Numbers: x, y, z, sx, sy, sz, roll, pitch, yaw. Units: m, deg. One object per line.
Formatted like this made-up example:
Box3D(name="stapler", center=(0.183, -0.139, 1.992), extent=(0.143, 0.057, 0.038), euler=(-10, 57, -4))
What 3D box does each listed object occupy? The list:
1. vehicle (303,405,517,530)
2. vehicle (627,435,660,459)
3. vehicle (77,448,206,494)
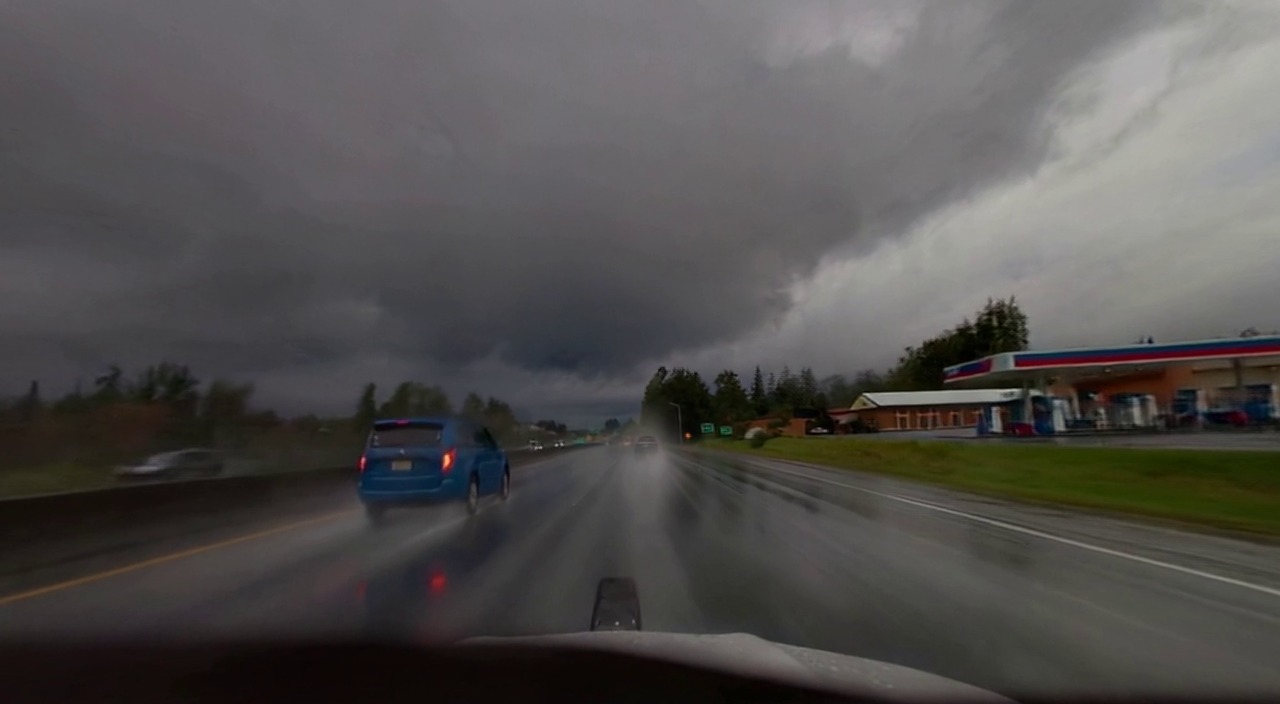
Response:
Box3D(name="vehicle", center=(-3.660, 1.907, 11.090), extent=(2.061, 1.732, 4.457), euler=(0, -8, 0))
Box3D(name="vehicle", center=(0.194, 6.538, 43.780), extent=(2.151, 1.550, 4.694), euler=(0, -8, -1))
Box3D(name="vehicle", center=(-19.561, 4.631, 24.972), extent=(1.768, 1.587, 4.096), euler=(0, -7, -1))
